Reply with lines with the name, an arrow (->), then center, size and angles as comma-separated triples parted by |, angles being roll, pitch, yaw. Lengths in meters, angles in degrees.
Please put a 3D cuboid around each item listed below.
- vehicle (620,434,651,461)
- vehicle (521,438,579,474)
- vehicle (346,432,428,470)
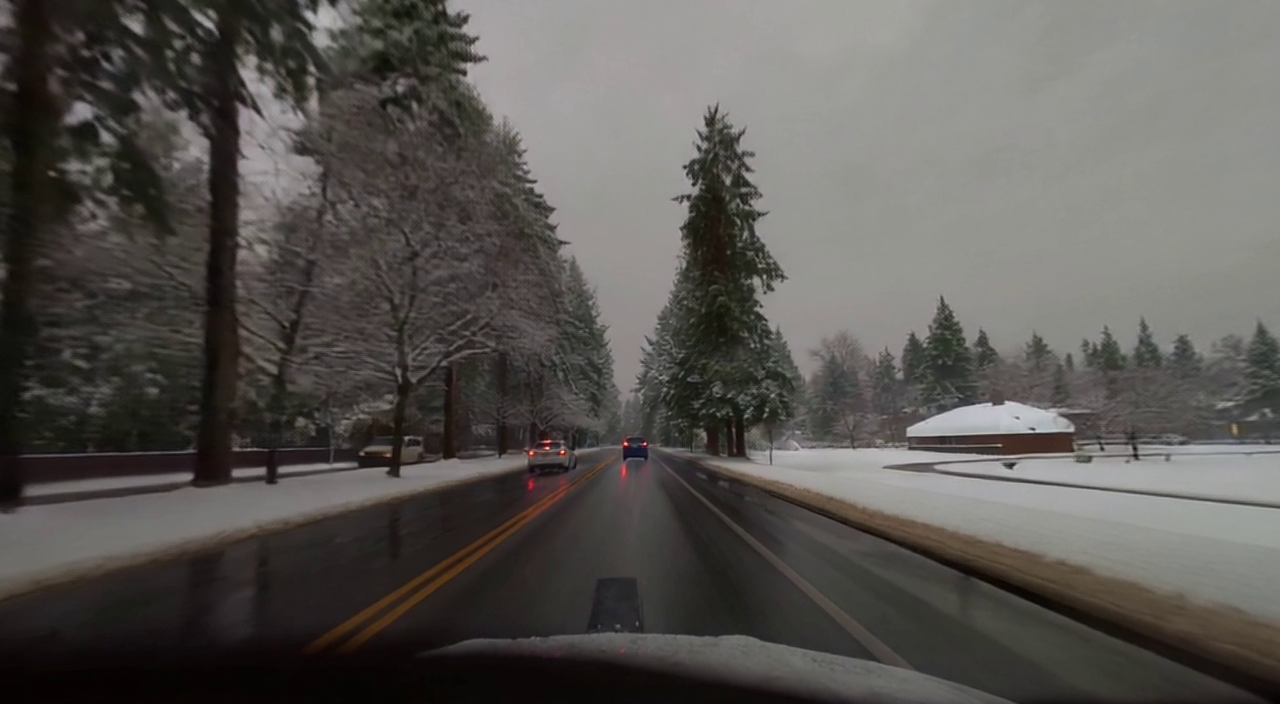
vehicle -> -0.318, 6.519, 43.320 | 2.018, 1.769, 3.897 | 0, -8, 0
vehicle -> -3.898, 4.571, 28.142 | 1.917, 1.448, 4.178 | 0, -8, 1
vehicle -> -16.649, 6.537, 42.142 | 2.687, 2.262, 6.995 | 0, -8, -2
